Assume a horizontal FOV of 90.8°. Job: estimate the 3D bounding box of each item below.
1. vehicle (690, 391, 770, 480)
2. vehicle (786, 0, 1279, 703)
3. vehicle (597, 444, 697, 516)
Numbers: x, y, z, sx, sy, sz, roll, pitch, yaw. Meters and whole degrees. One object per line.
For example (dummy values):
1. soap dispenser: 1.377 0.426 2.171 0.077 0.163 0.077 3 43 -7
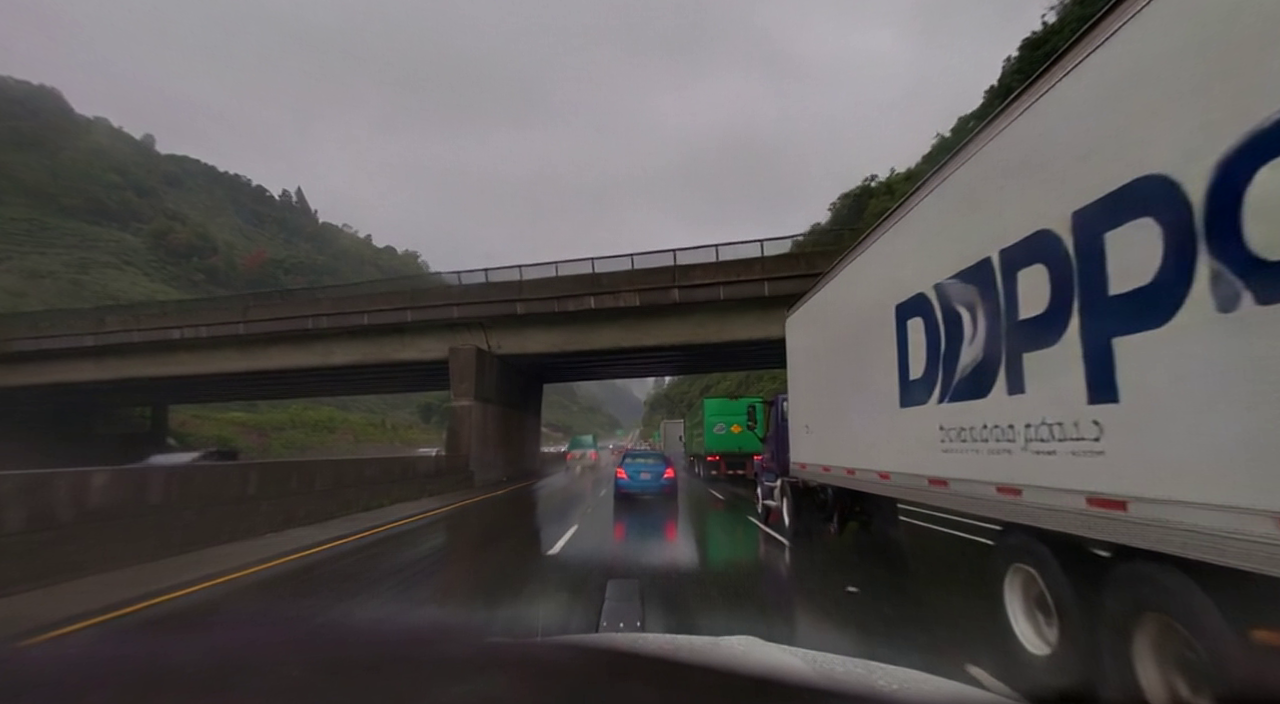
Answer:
1. vehicle: 4.431 4.446 33.010 2.801 4.039 8.684 0 -9 0
2. vehicle: 4.133 0.327 6.005 2.884 3.930 10.206 0 -9 -1
3. vehicle: 0.143 2.917 14.828 2.029 1.437 3.794 0 -9 0
